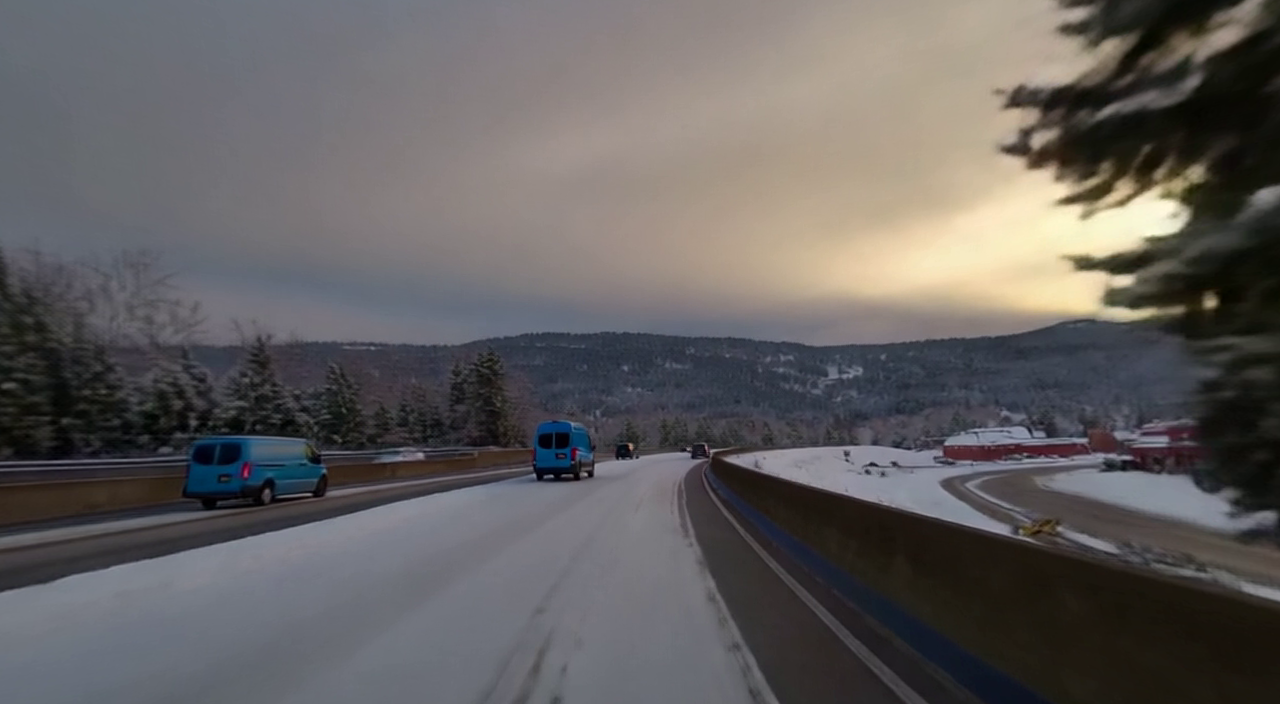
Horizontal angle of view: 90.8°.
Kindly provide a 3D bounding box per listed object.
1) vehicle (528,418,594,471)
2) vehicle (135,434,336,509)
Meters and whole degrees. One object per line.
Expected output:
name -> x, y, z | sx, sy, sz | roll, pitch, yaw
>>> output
vehicle -> -4.331, 5.288, 35.945 | 2.314, 2.703, 6.441 | -1, -9, 6
vehicle -> -9.420, 2.788, 15.248 | 1.821, 1.524, 4.342 | 0, -8, 2
